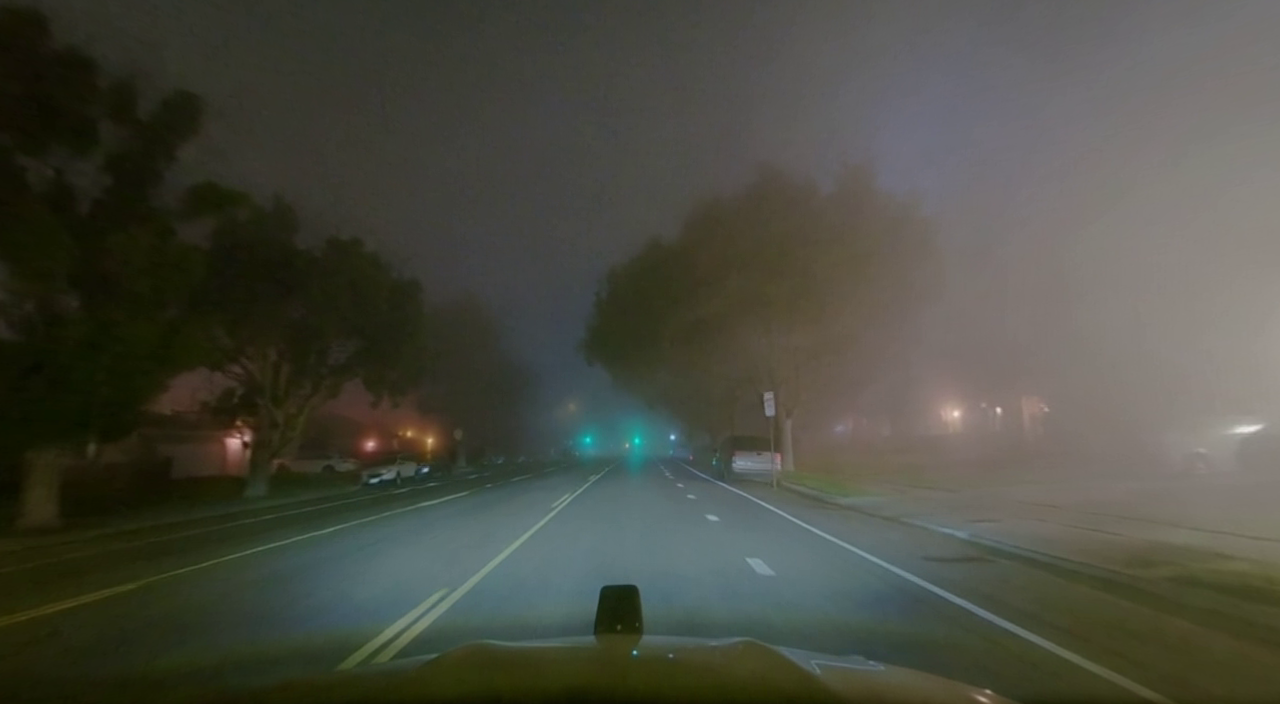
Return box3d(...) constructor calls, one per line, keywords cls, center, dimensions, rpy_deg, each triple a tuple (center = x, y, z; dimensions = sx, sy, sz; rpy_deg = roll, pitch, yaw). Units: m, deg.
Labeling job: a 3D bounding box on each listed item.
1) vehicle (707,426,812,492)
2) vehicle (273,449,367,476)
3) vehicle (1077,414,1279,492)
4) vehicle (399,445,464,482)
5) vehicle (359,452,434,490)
box3d(cls="vehicle", center=(3.845, 3.604, 21.698), dimensions=(2.319, 1.938, 5.961), rpy_deg=(1, -8, -2))
box3d(cls="vehicle", center=(-19.306, 6.675, 38.246), dimensions=(4.569, 1.498, 2.072), rpy_deg=(0, -8, 0))
box3d(cls="vehicle", center=(12.353, 2.125, 13.395), dimensions=(4.627, 1.500, 2.046), rpy_deg=(0, -8, -1))
box3d(cls="vehicle", center=(-11.086, 5.932, 33.997), dimensions=(1.981, 1.790, 4.682), rpy_deg=(0, -8, -1))
box3d(cls="vehicle", center=(-11.084, 5.409, 29.104), dimensions=(1.815, 1.532, 4.517), rpy_deg=(1, -8, -2))
